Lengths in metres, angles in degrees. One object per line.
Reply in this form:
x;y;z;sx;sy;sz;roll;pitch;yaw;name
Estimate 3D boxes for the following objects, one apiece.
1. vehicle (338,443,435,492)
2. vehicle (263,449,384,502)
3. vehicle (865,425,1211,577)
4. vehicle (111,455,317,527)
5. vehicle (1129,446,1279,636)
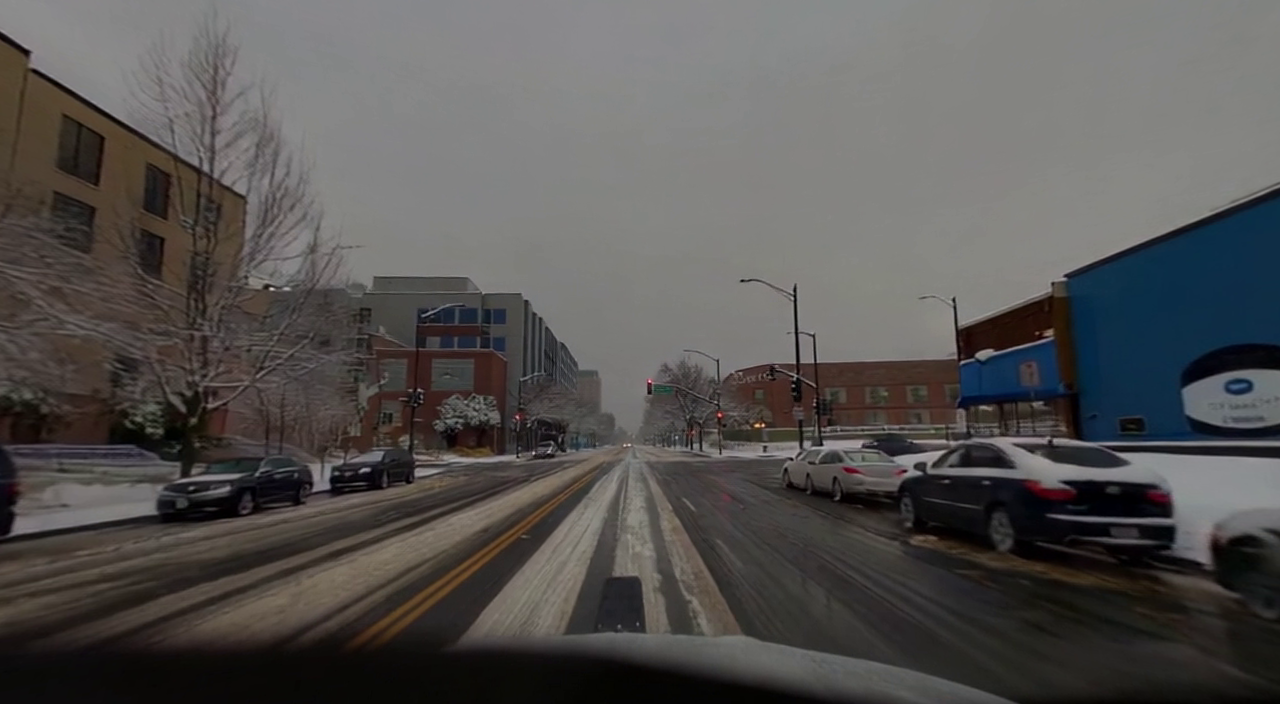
-10.201;4.646;25.913;1.967;1.749;4.841;0;-8;0;vehicle
-10.212;3.976;20.806;1.839;1.502;4.185;0;-8;-1;vehicle
5.758;2.166;10.302;2.227;1.811;5.172;0;-8;-1;vehicle
-10.173;3.315;15.650;1.953;1.387;4.529;0;-8;0;vehicle
6.168;1.374;4.008;2.038;1.482;4.994;0;-8;-2;vehicle
